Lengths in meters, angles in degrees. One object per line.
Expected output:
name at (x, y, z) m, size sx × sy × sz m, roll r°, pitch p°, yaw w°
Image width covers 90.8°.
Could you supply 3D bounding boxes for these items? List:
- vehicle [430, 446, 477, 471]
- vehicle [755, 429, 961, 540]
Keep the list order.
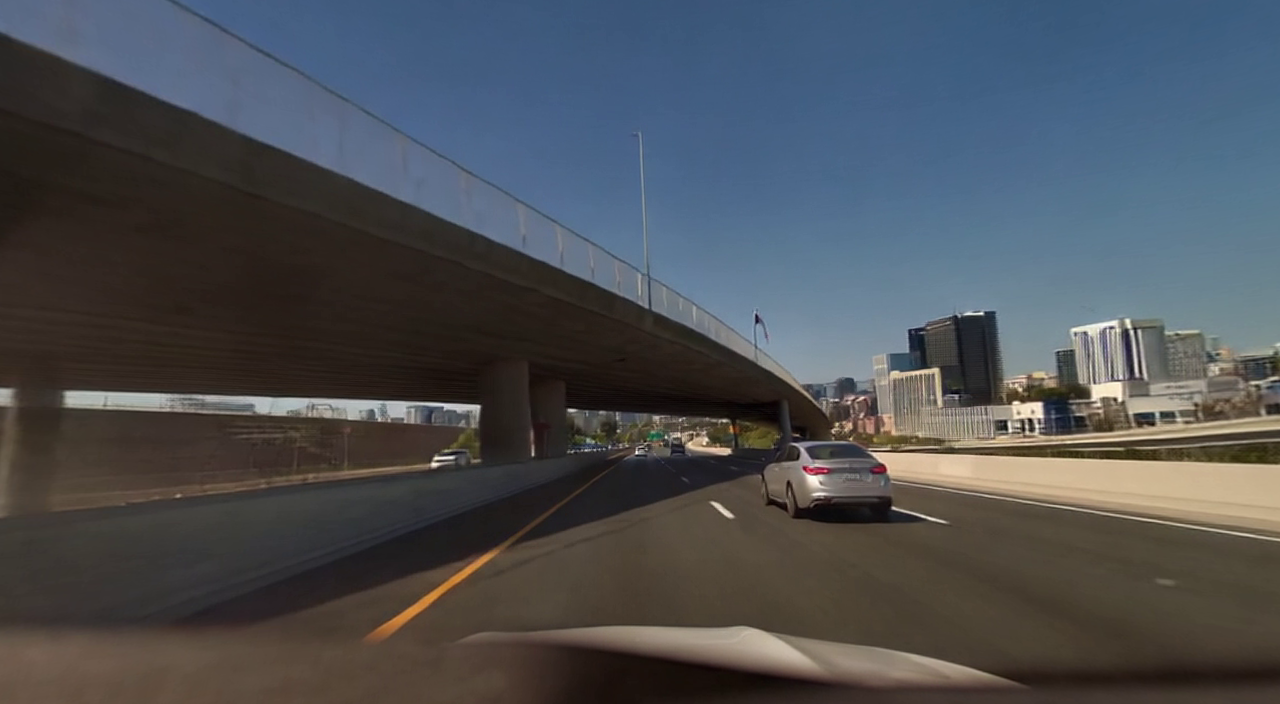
vehicle at (-14.542, 8.333, 49.503) m, size 2.106 × 1.809 × 4.622 m, roll 0°, pitch -8°, yaw 1°
vehicle at (3.481, 2.198, 11.197) m, size 1.982 × 1.533 × 4.612 m, roll 0°, pitch -8°, yaw 0°
